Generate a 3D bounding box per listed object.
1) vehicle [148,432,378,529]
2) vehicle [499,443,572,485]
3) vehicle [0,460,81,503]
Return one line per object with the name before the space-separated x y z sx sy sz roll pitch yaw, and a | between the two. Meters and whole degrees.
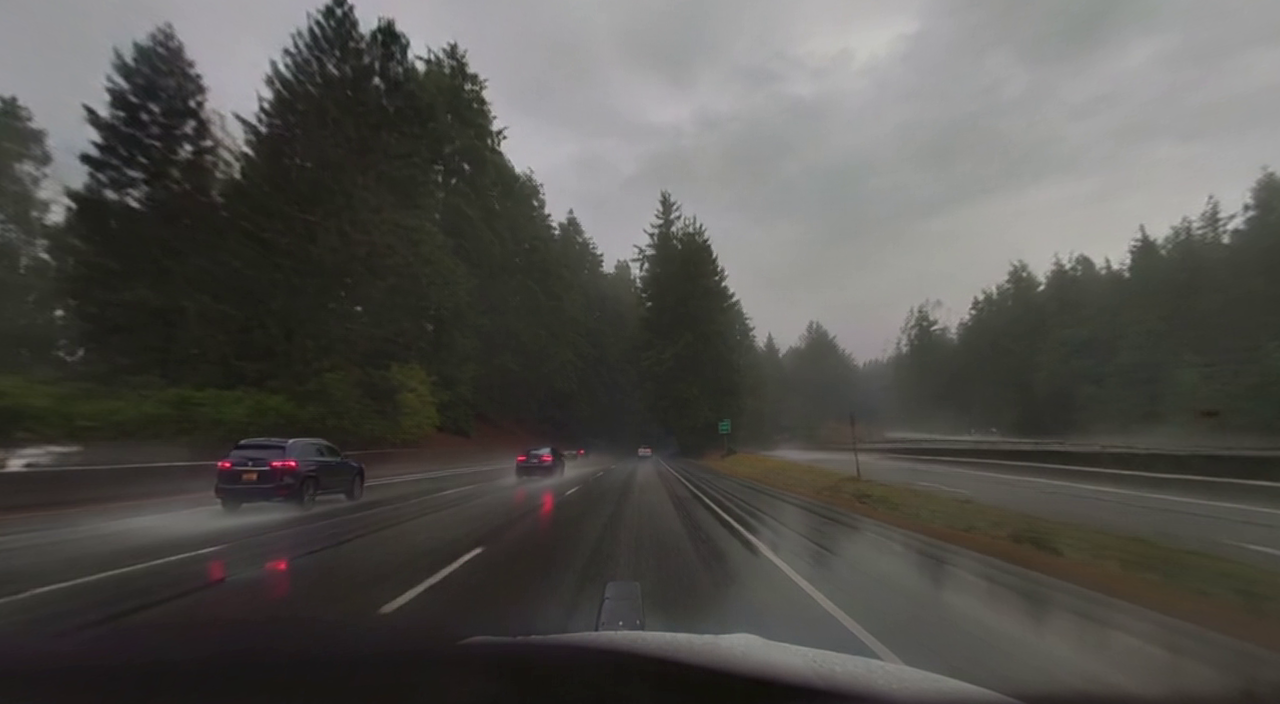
vehicle | -7.268 2.492 12.786 2.007 1.616 4.141 0 -9 1
vehicle | -4.127 4.529 25.781 2.104 1.558 4.639 0 -9 1
vehicle | -35.679 7.274 35.586 2.397 2.184 6.189 0 -9 1
